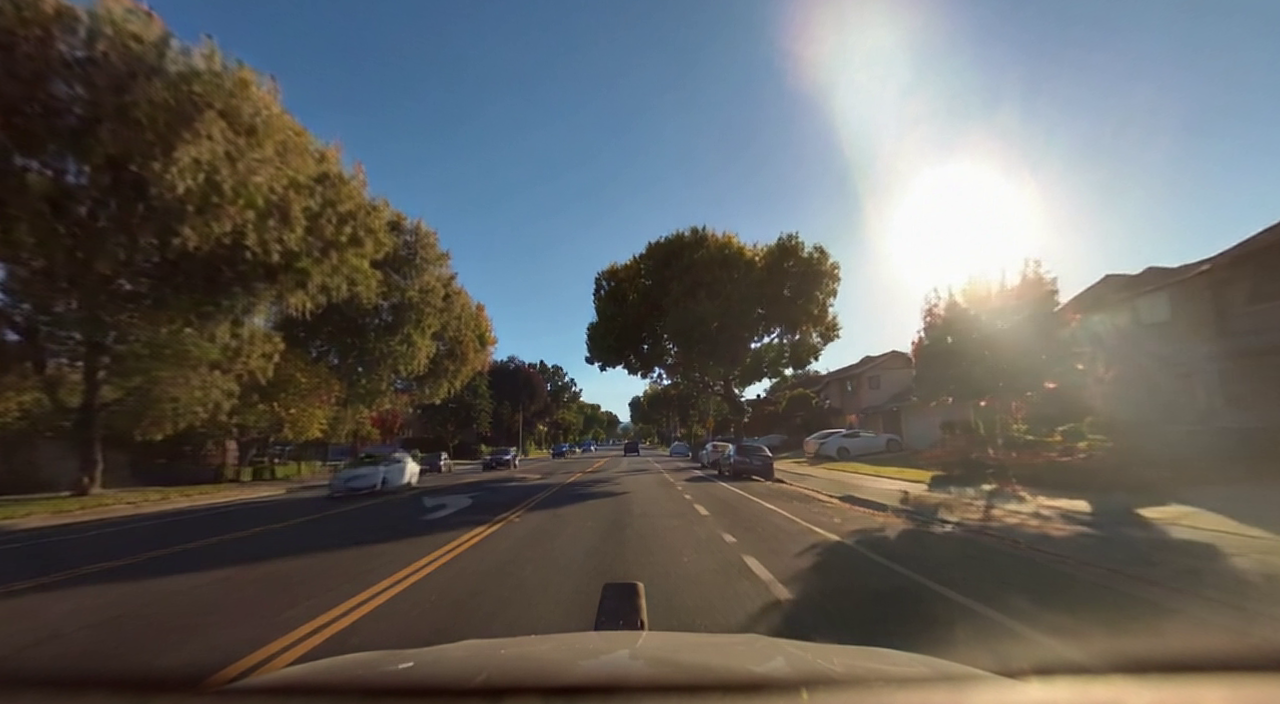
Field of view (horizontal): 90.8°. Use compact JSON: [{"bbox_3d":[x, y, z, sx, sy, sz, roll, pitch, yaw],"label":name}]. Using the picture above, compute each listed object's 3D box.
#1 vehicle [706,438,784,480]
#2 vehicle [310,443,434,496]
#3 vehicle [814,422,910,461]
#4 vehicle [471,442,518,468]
[{"bbox_3d":[3.956,4.113,24.698,1.946,1.431,4.695,0,-8,-4],"label":"vehicle"},{"bbox_3d":[-8.472,3.724,20.529,1.986,1.442,4.602,-1,-8,0],"label":"vehicle"},{"bbox_3d":[11.071,4.484,31.690,3.999,1.599,1.819,-5,-8,0],"label":"vehicle"},{"bbox_3d":[-8.947,6.357,39.200,1.871,1.484,4.383,-1,-8,0],"label":"vehicle"}]
